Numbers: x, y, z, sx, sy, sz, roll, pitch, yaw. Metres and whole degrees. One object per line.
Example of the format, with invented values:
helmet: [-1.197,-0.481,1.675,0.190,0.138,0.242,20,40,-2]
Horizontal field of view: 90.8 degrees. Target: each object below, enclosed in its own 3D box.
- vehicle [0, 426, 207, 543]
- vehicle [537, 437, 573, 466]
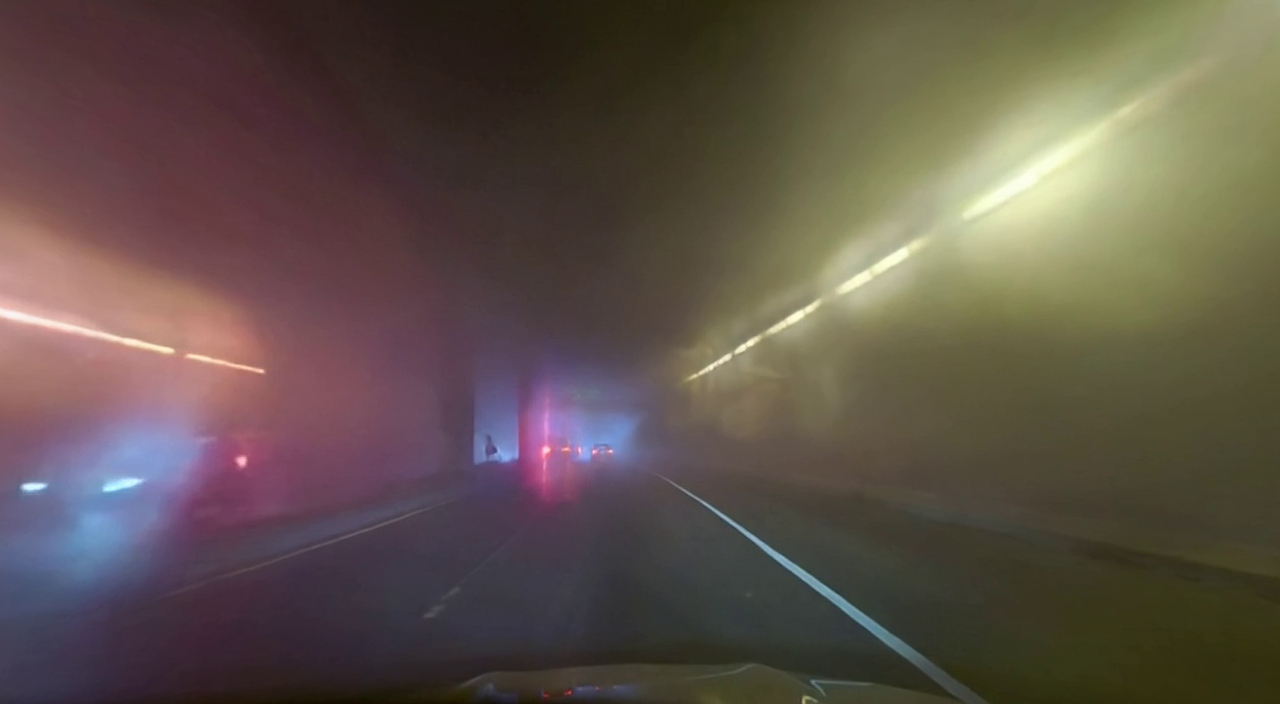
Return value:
vehicle: [-8.865,1.917,9.621,1.691,1.439,4.136,0,-8,-2]
vehicle: [-5.474,6.435,40.931,1.961,1.725,4.315,0,-8,-3]
